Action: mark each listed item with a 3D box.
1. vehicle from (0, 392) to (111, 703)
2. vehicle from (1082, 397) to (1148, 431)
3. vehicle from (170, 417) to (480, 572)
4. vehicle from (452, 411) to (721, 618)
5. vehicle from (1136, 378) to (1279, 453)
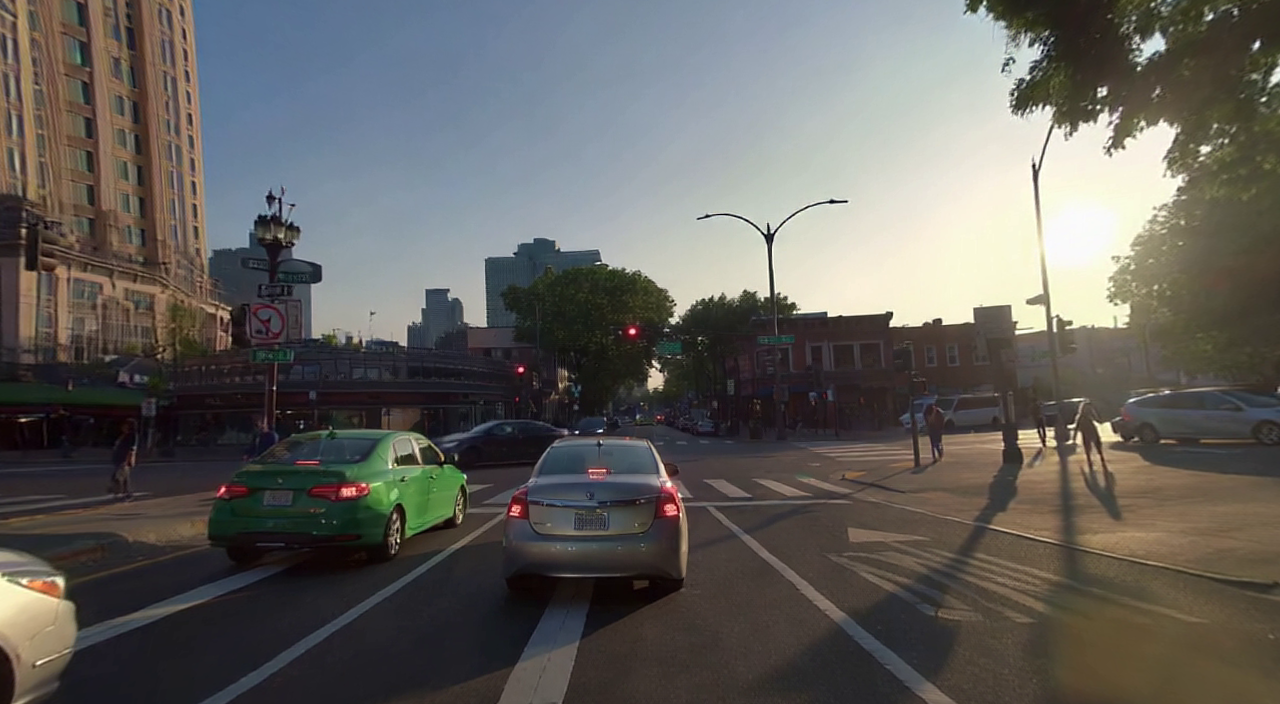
[{"bbox_3d":[-3.918,0.705,1.181,1.995,1.524,4.438,0,-8,0],"label":"vehicle"},{"bbox_3d":[26.310,3.478,34.929,4.392,1.667,1.958,7,-11,-42],"label":"vehicle"},{"bbox_3d":[-3.688,1.740,8.498,1.934,1.522,4.287,0,-8,0],"label":"vehicle"},{"bbox_3d":[-0.415,1.499,6.728,1.999,1.520,3.896,0,-8,-1],"label":"vehicle"},{"bbox_3d":[21.628,2.355,22.871,5.863,2.493,2.354,2,-9,-12],"label":"vehicle"}]
